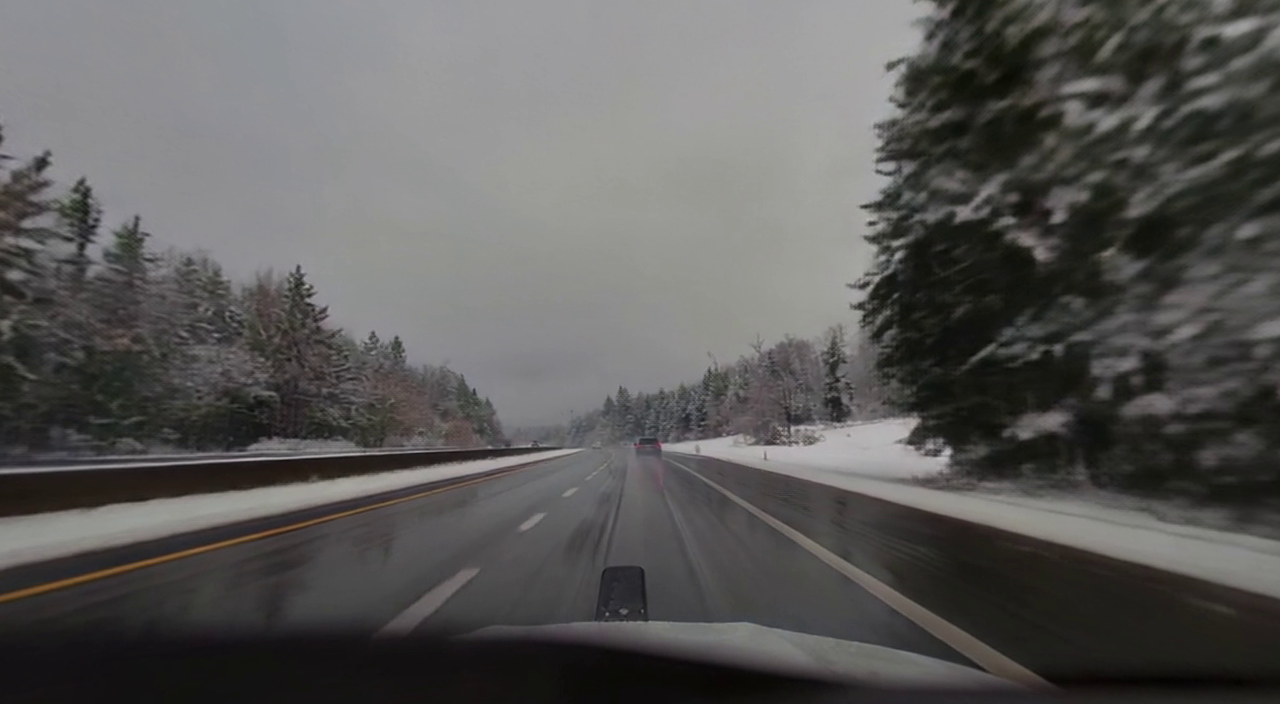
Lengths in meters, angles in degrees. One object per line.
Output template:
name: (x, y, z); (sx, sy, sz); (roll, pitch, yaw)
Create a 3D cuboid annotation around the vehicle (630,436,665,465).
vehicle: (0.426, 6.397, 40.997); (2.079, 1.729, 4.380); (0, -8, -2)
